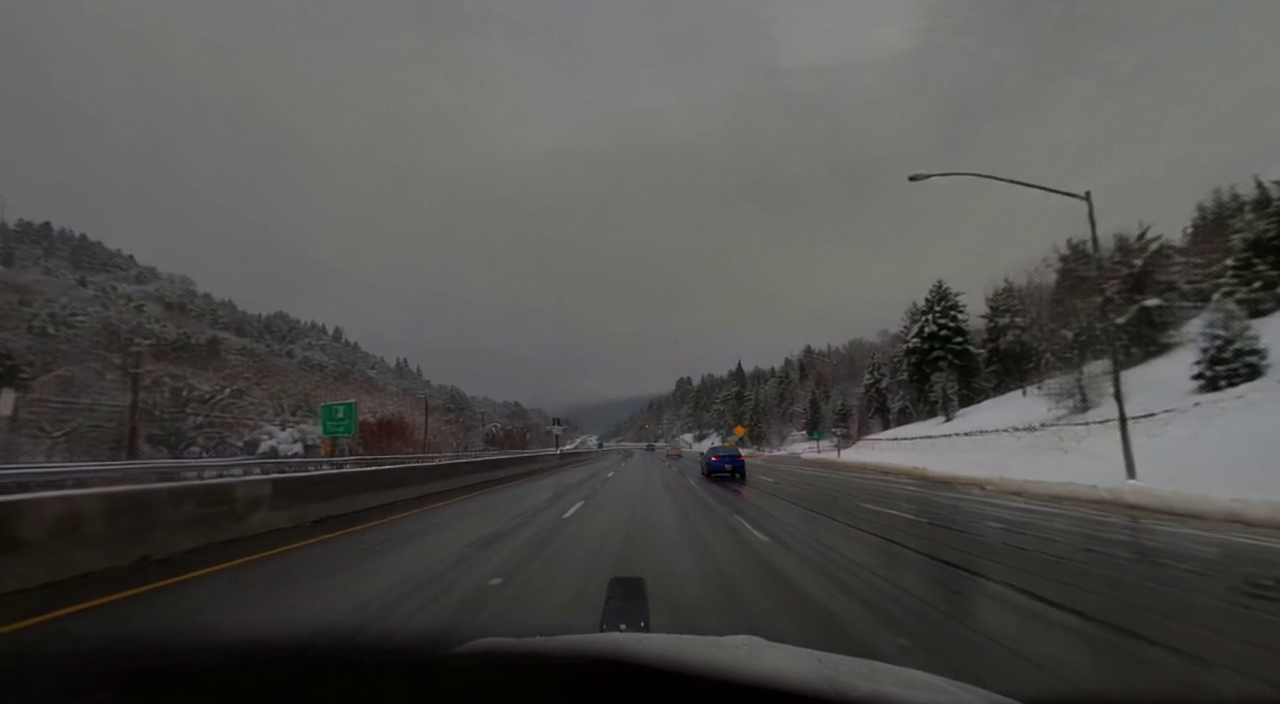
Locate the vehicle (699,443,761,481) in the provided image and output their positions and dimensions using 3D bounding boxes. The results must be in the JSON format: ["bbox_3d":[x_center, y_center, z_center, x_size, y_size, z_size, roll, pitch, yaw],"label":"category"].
[{"bbox_3d":[3.733,4.624,26.975,1.916,1.469,4.481,0,-8,-1],"label":"vehicle"}]
